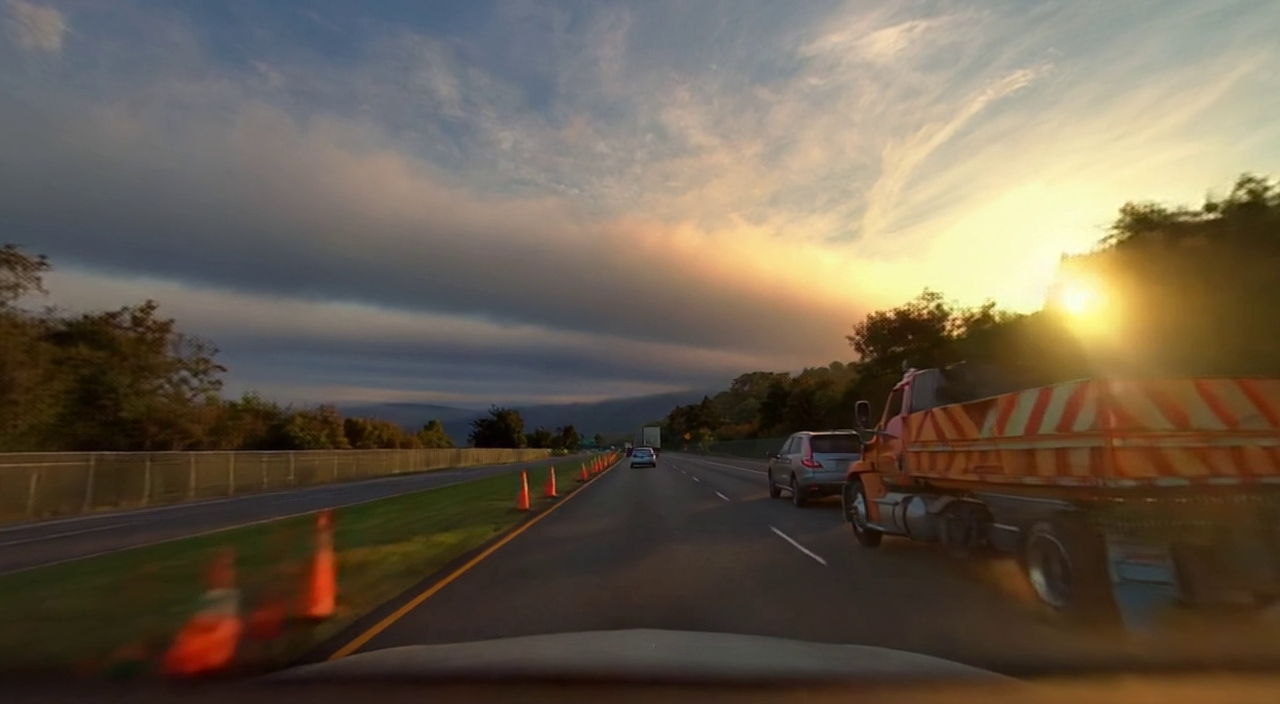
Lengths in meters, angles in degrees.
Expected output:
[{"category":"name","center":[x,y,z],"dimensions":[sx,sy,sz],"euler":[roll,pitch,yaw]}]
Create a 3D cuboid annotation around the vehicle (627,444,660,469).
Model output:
[{"category":"vehicle","center":[0.220,6.906,41.784],"dimensions":[2.065,1.573,3.734],"euler":[0,-9,-1]}]
